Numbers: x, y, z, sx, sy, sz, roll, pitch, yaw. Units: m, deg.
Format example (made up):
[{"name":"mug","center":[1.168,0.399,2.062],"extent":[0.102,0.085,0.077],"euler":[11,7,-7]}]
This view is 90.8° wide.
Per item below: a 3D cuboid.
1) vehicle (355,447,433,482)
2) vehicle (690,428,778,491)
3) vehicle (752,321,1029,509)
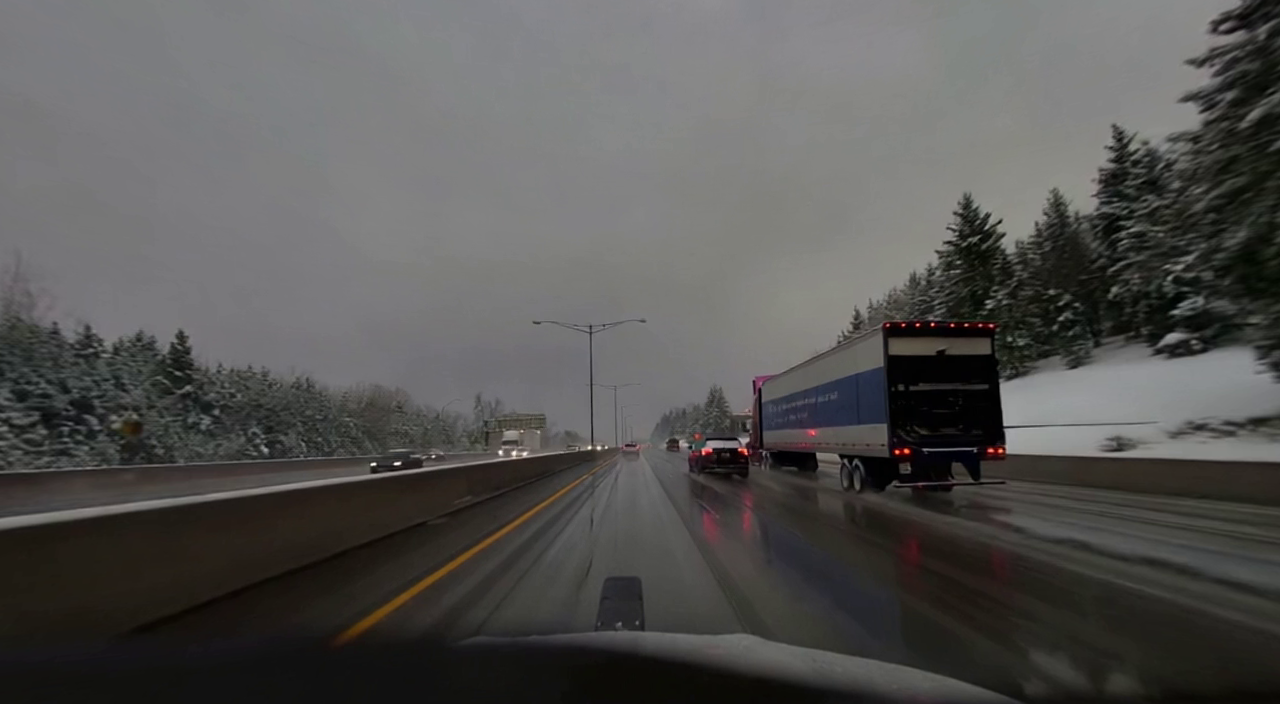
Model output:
[{"name":"vehicle","center":[-11.214,5.128,29.153],"extent":[1.904,1.438,4.257],"euler":[0,-9,-1]},{"name":"vehicle","center":[2.778,3.321,19.768],"extent":[1.973,1.710,4.476],"euler":[0,-9,-1]},{"name":"vehicle","center":[6.683,2.408,21.007],"extent":[2.864,4.060,14.637],"euler":[0,-9,-2]}]
